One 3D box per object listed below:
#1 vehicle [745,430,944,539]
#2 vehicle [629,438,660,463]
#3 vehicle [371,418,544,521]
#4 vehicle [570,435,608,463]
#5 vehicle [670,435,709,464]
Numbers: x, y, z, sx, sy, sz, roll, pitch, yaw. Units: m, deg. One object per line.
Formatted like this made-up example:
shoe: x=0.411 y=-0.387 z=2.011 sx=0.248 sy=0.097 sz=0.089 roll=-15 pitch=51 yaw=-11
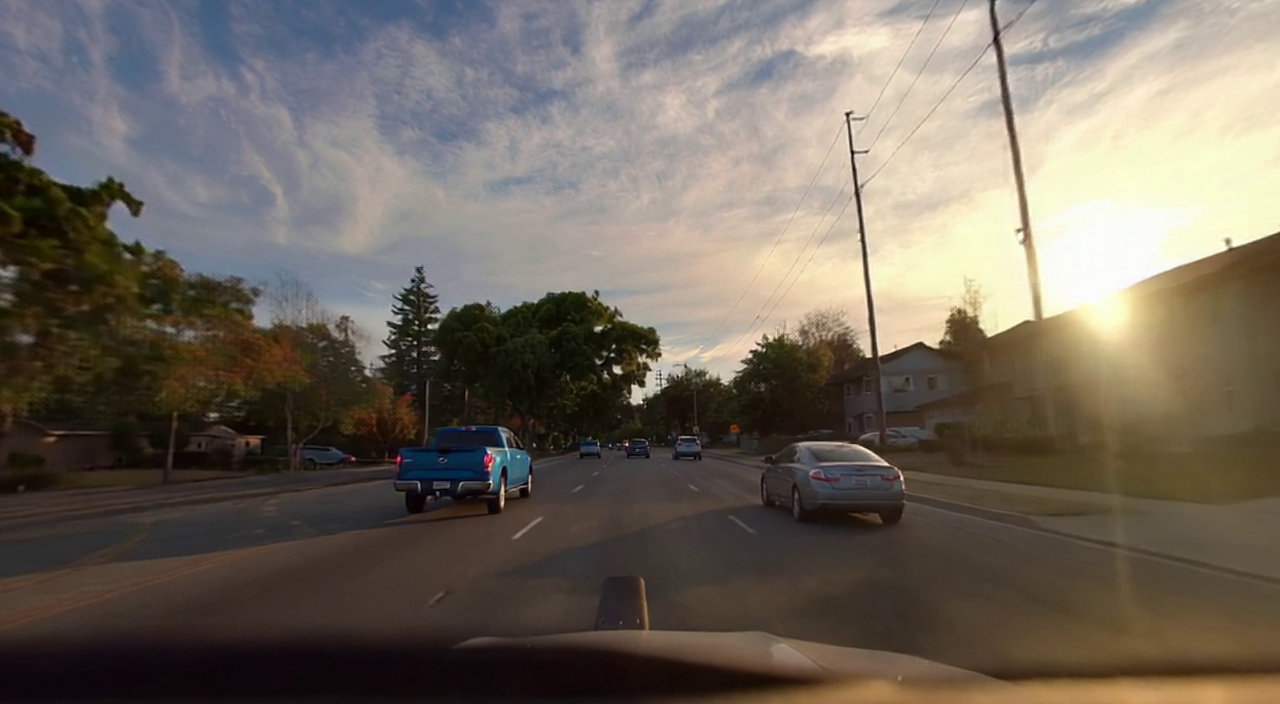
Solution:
vehicle: x=3.138 y=2.120 z=10.753 sx=1.884 sy=1.463 sz=4.195 roll=0 pitch=-8 yaw=-1
vehicle: x=0.238 y=6.713 z=43.216 sx=1.997 sy=1.636 sz=3.760 roll=0 pitch=-8 yaw=-2
vehicle: x=-3.524 y=2.400 z=13.475 sx=2.111 sy=1.745 sz=5.274 roll=0 pitch=-8 yaw=0
vehicle: x=-3.502 y=6.785 z=44.239 sx=2.218 sy=1.829 sz=4.492 roll=0 pitch=-8 yaw=0
vehicle: x=3.291 y=6.587 z=42.963 sx=2.099 sy=1.845 sz=4.363 roll=0 pitch=-8 yaw=-2
